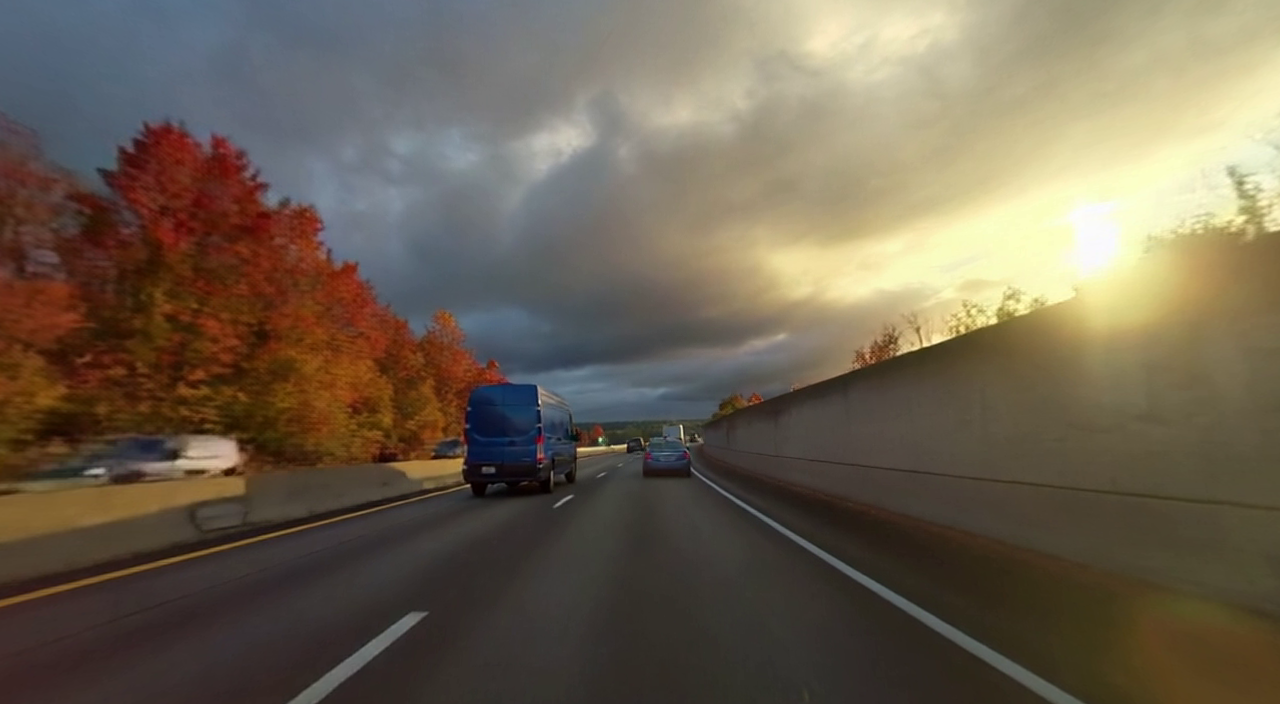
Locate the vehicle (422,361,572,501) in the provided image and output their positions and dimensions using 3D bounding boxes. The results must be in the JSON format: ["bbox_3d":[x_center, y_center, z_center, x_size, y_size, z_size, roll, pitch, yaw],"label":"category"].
[{"bbox_3d":[-3.094,1.914,15.074,2.334,2.769,5.087,0,-8,0],"label":"vehicle"}]

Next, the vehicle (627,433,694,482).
[{"bbox_3d":[0.680,3.585,21.697,2.071,1.487,3.948,0,-8,1],"label":"vehicle"}]
